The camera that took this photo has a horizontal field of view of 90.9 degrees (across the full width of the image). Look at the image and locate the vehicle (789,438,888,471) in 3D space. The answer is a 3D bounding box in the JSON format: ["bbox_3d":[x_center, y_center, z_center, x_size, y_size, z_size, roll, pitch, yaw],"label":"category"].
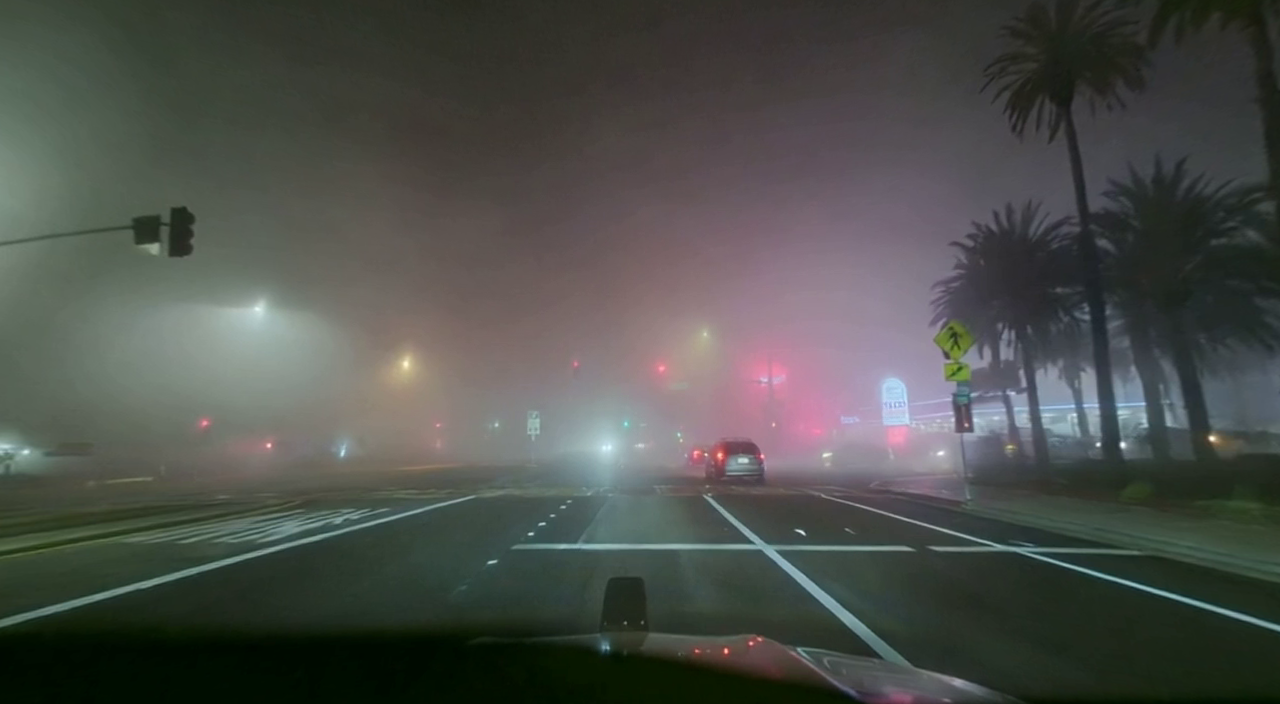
[{"bbox_3d":[10.423,5.421,33.383,4.448,1.640,2.160,0,-8,-1],"label":"vehicle"}]

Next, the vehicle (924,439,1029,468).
[{"bbox_3d":[18.136,5.476,34.081,4.462,1.474,2.083,0,-8,-2],"label":"vehicle"}]

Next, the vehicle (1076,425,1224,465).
[{"bbox_3d":[27.089,4.987,33.666,5.803,1.983,2.284,0,-9,0],"label":"vehicle"}]

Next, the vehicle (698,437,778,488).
[{"bbox_3d":[3.219,3.721,21.498,1.931,1.534,4.126,0,-8,-2],"label":"vehicle"}]

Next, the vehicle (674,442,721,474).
[{"bbox_3d":[2.834,5.353,32.105,1.870,1.467,4.800,0,-8,-1],"label":"vehicle"}]
